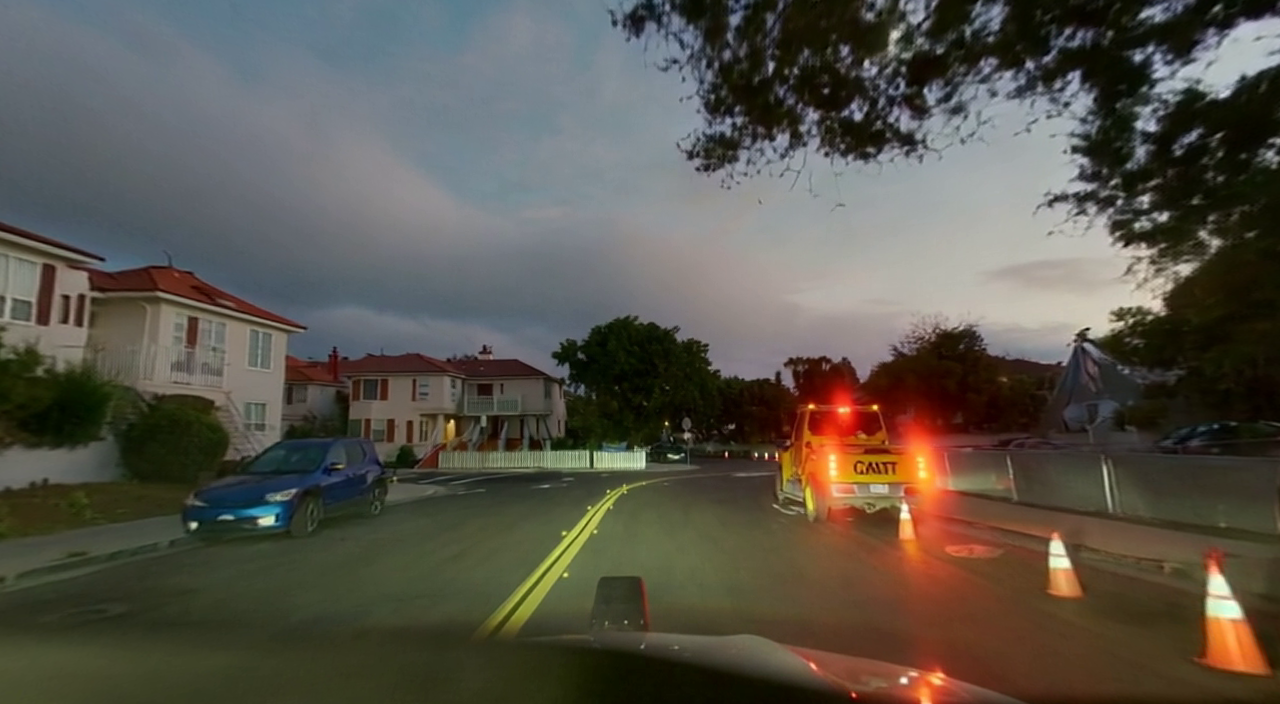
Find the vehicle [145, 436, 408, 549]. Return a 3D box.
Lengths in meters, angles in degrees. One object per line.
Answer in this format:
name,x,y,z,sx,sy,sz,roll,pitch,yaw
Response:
vehicle,-6.621,2.537,12.367,2.220,1.765,4.799,0,-8,1

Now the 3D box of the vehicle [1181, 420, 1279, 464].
vehicle,24.443,3.486,24.671,4.540,1.558,1.980,-2,-8,1

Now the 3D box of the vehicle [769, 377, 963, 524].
vehicle,4.444,2.024,13.172,2.501,2.613,3.505,0,-9,-3
